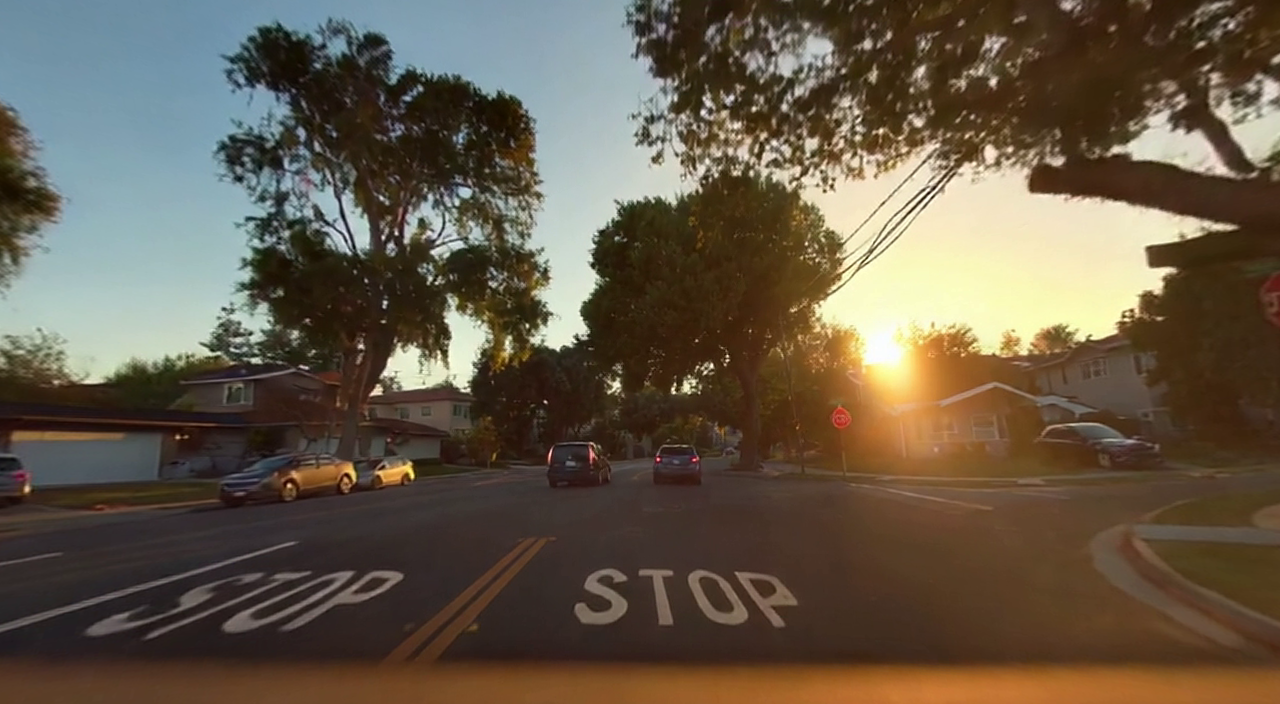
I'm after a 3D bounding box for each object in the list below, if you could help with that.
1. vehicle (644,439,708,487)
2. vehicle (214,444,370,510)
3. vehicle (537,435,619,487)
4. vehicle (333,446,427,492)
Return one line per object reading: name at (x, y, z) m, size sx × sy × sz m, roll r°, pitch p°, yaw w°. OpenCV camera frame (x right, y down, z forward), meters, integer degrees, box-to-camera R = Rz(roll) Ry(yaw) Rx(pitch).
vehicle at (1.280, 3.722, 21.379) m, size 1.955 × 1.459 × 4.383 m, roll -1°, pitch -9°, yaw 5°
vehicle at (-12.712, 4.560, 23.664) m, size 2.191 × 1.980 × 5.888 m, roll -4°, pitch -8°, yaw 5°
vehicle at (-2.127, 3.935, 23.002) m, size 2.178 × 1.695 × 4.339 m, roll -1°, pitch -9°, yaw 6°
vehicle at (-11.927, 5.429, 29.325) m, size 2.076 × 1.864 × 4.730 m, roll -3°, pitch -10°, yaw 5°
